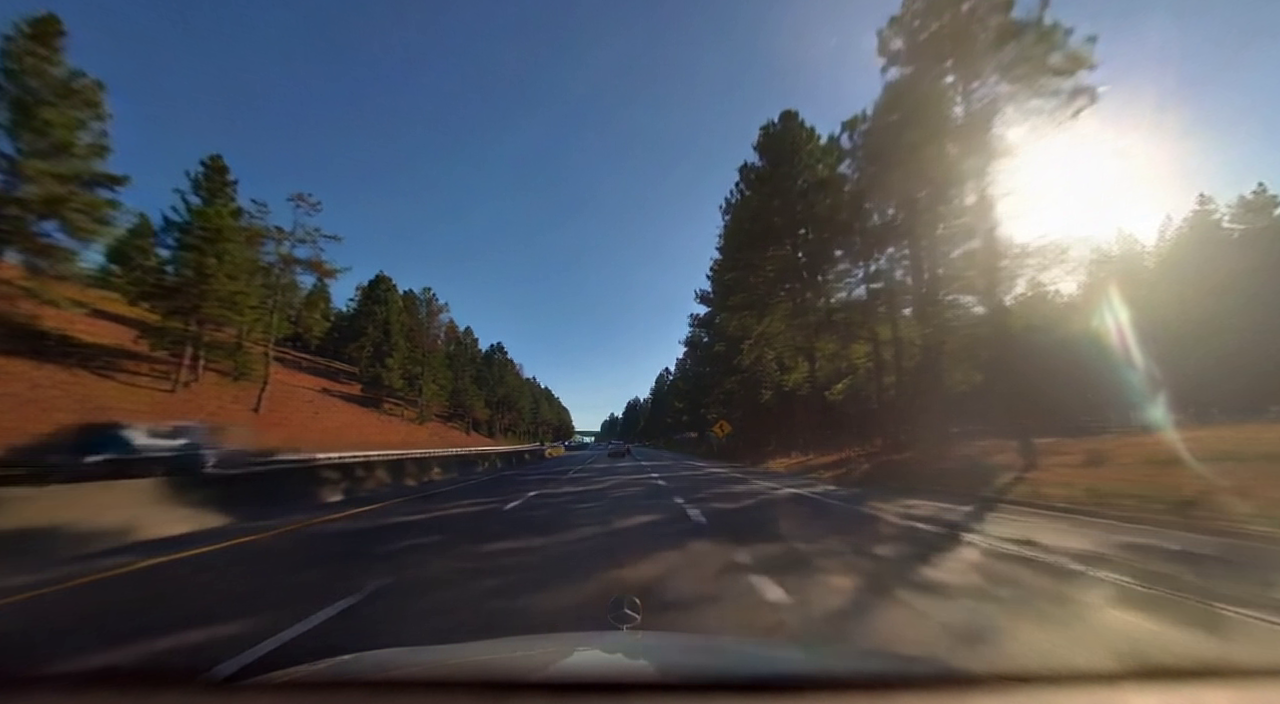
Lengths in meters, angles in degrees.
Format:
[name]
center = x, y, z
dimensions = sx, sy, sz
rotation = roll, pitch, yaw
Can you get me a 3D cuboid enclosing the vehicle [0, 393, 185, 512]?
[vehicle]
center = -10.483, 1.670, 10.521
dimensions = 1.991, 1.748, 5.095
rotation = 0, -8, -1
